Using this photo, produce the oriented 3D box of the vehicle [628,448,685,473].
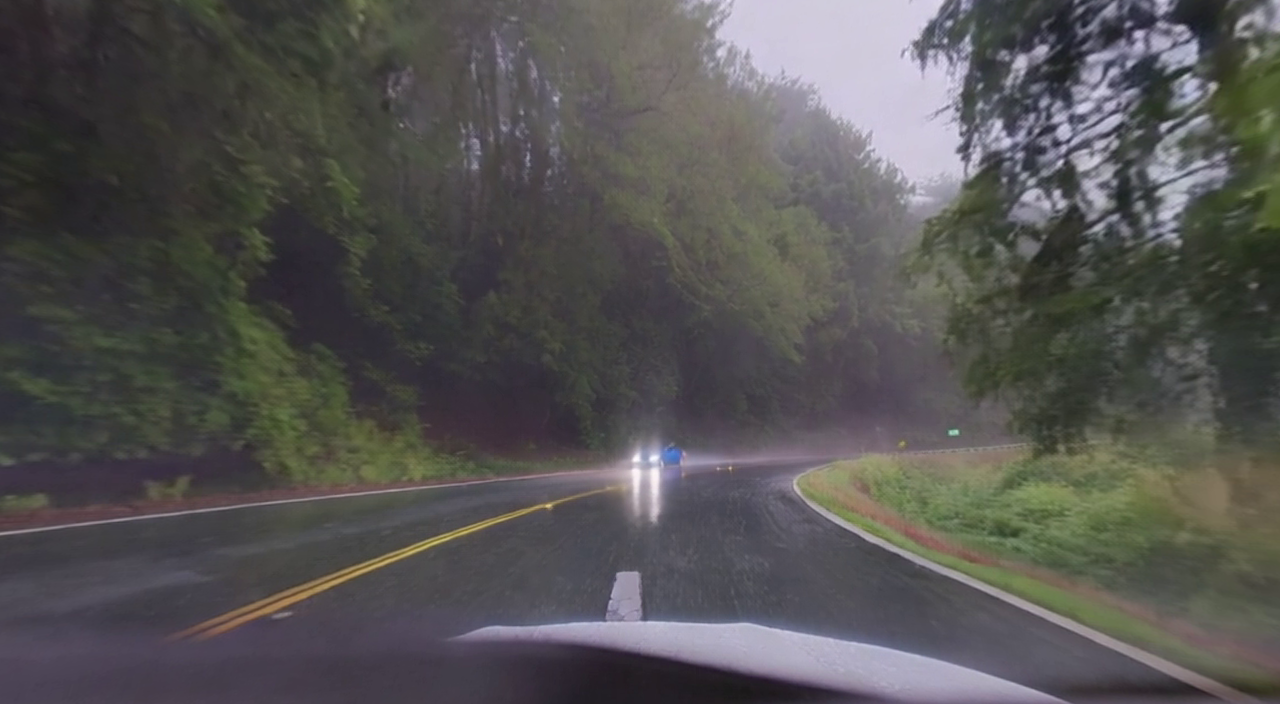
[{"bbox_3d":[1.136,6.948,40.518,2.111,1.509,4.823,-4,-10,21],"label":"vehicle"}]
